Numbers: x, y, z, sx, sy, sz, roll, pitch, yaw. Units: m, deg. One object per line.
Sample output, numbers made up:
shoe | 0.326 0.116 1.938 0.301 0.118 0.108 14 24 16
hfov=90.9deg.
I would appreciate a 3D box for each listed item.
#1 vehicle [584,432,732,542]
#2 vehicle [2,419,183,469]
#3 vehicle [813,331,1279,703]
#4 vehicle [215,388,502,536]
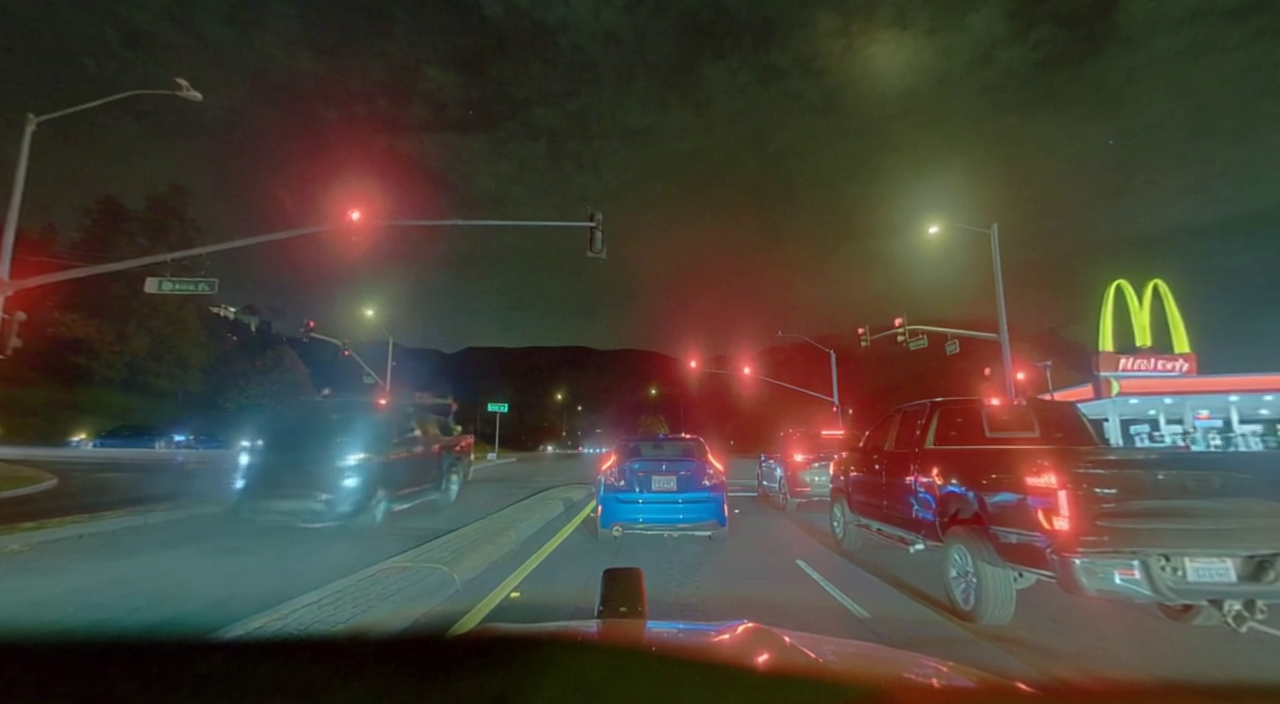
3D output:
vehicle | 0.252 2.140 10.653 2.027 1.494 3.824 0 -8 0
vehicle | -19.704 3.334 22.858 4.742 1.720 2.107 -1 -8 5
vehicle | 3.585 1.279 5.746 2.277 1.871 6.143 0 -8 0
vehicle | -4.745 2.011 12.090 2.615 2.031 5.638 2 -8 3
